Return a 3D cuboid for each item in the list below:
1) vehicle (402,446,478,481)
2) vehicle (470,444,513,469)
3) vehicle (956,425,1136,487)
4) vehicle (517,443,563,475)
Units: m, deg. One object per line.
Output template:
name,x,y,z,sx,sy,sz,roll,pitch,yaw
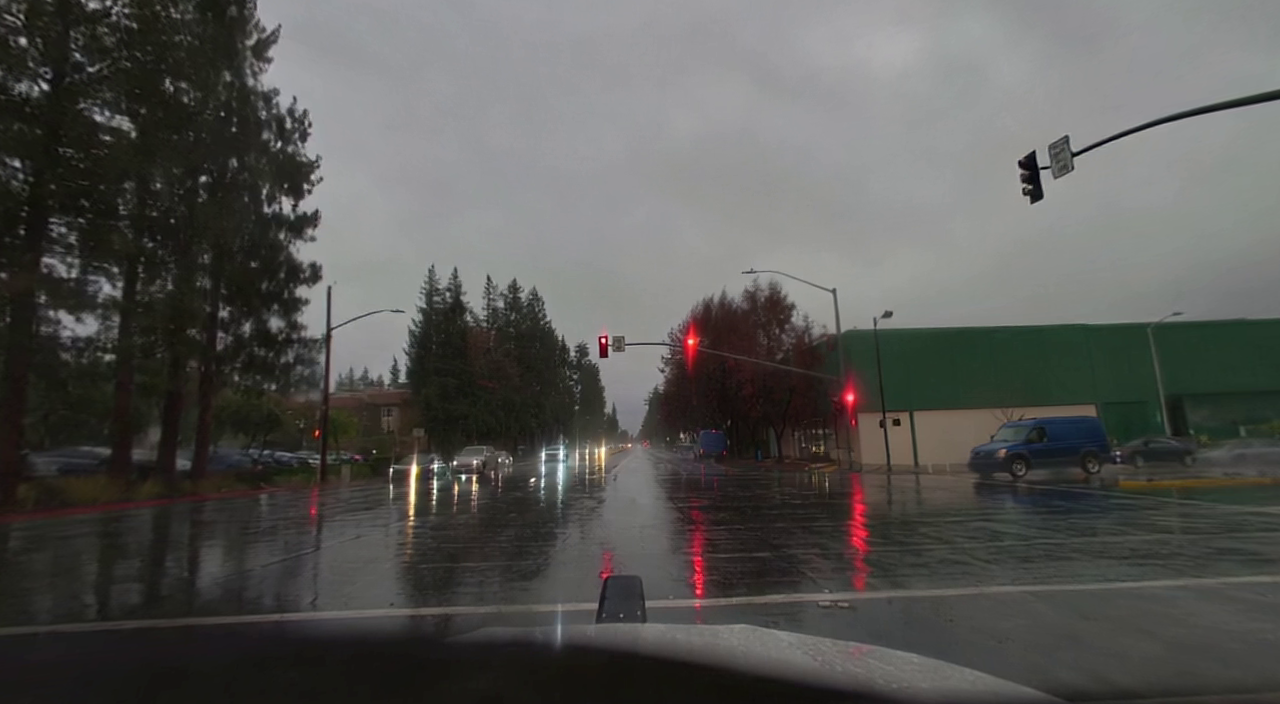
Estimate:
vehicle,-9.011,5.035,28.867,2.024,1.460,4.381,0,-9,0
vehicle,-9.024,6.374,38.765,1.779,1.460,4.463,0,-9,-3
vehicle,14.853,3.757,23.142,5.910,2.046,2.228,3,-9,-19
vehicle,-4.805,5.190,30.921,1.846,1.416,4.228,0,-9,-4
